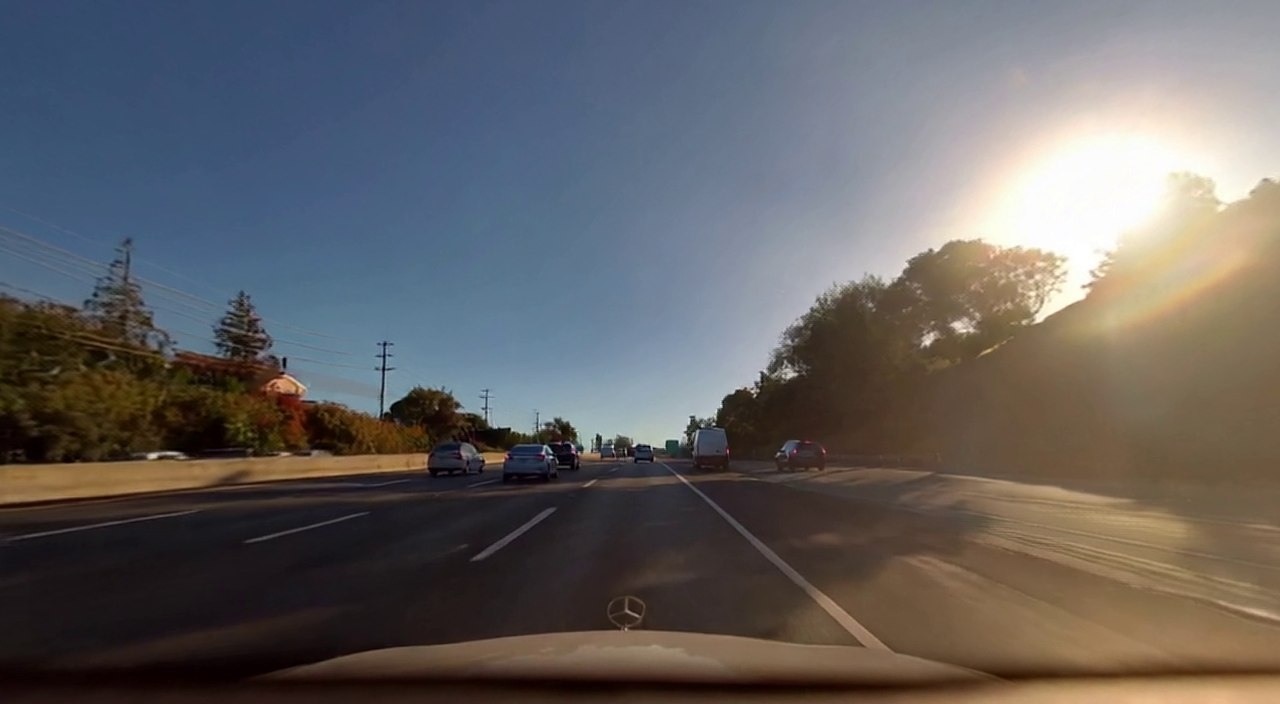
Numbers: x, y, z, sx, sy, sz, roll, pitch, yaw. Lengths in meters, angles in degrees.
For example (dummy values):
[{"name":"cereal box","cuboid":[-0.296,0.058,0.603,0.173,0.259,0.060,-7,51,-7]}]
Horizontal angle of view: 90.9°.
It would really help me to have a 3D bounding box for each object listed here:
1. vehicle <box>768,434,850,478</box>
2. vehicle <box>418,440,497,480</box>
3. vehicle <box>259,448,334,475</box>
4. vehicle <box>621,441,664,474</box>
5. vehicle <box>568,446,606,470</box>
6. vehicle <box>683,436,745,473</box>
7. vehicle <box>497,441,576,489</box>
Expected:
[{"name":"vehicle","cuboid":[7.687,4.817,29.414,2.304,1.840,5.706,0,-9,1]},{"name":"vehicle","cuboid":[-7.647,4.566,26.913,1.961,1.562,4.301,0,-9,1]},{"name":"vehicle","cuboid":[-20.794,6.606,38.389,1.882,1.529,4.630,0,-9,1]},{"name":"vehicle","cuboid":[0.144,5.596,33.597,2.115,1.617,4.102,0,-9,0]},{"name":"vehicle","cuboid":[-3.388,6.867,41.150,1.987,1.466,4.341,0,-9,1]},{"name":"vehicle","cuboid":[3.945,5.659,34.964,2.777,1.895,5.710,0,-9,0]},{"name":"vehicle","cuboid":[-3.480,3.880,21.970,1.970,1.483,4.071,0,-9,1]}]
